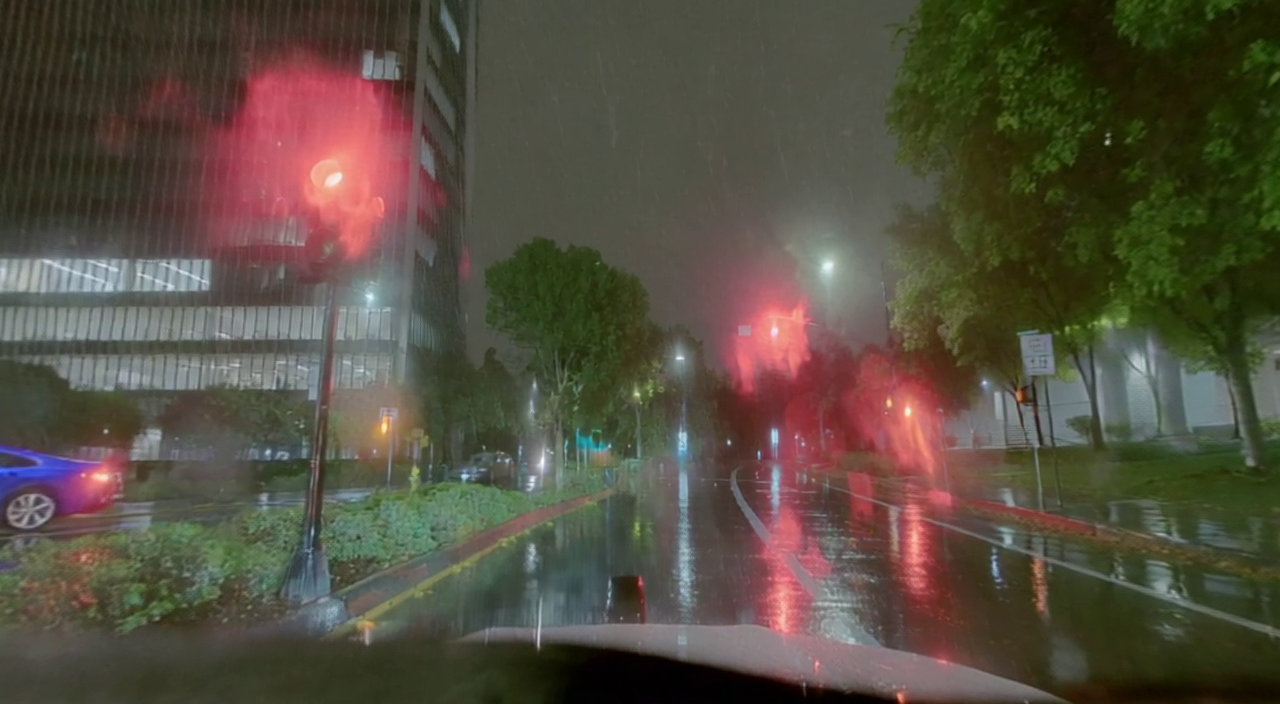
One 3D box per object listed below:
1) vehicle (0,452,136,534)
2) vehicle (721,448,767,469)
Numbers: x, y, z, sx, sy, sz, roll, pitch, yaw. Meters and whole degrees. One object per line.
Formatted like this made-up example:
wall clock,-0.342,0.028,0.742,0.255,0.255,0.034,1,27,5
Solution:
vehicle,-12.854,2.714,12.274,4.598,1.490,1.816,7,-11,-40
vehicle,7.878,8.119,48.412,1.829,1.440,4.384,2,-9,-14
